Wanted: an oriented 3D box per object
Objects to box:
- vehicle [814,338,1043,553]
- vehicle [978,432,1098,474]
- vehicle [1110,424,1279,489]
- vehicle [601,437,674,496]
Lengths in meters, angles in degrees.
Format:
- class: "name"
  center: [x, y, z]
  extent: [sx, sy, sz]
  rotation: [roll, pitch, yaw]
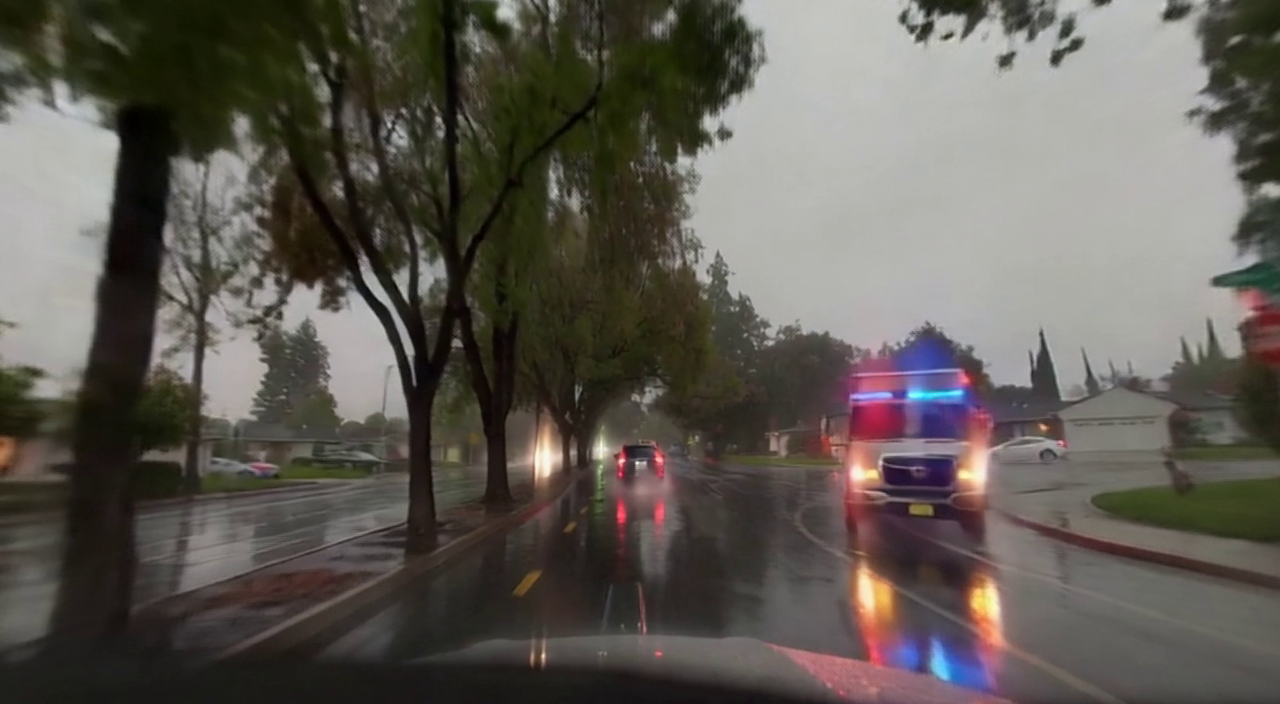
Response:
- class: "vehicle"
  center: [5.169, 1.734, 11.549]
  extent: [2.654, 2.824, 5.794]
  rotation: [-7, -10, 24]
- class: "vehicle"
  center: [19.634, 5.010, 31.287]
  extent: [4.598, 1.702, 2.027]
  rotation: [-13, -14, 38]
- class: "vehicle"
  center: [17.739, 3.093, 18.893]
  extent: [5.559, 1.800, 2.055]
  rotation: [-3, -9, 28]
- class: "vehicle"
  center: [-0.039, 3.546, 19.953]
  extent: [2.106, 1.655, 3.717]
  rotation: [0, -8, 1]
